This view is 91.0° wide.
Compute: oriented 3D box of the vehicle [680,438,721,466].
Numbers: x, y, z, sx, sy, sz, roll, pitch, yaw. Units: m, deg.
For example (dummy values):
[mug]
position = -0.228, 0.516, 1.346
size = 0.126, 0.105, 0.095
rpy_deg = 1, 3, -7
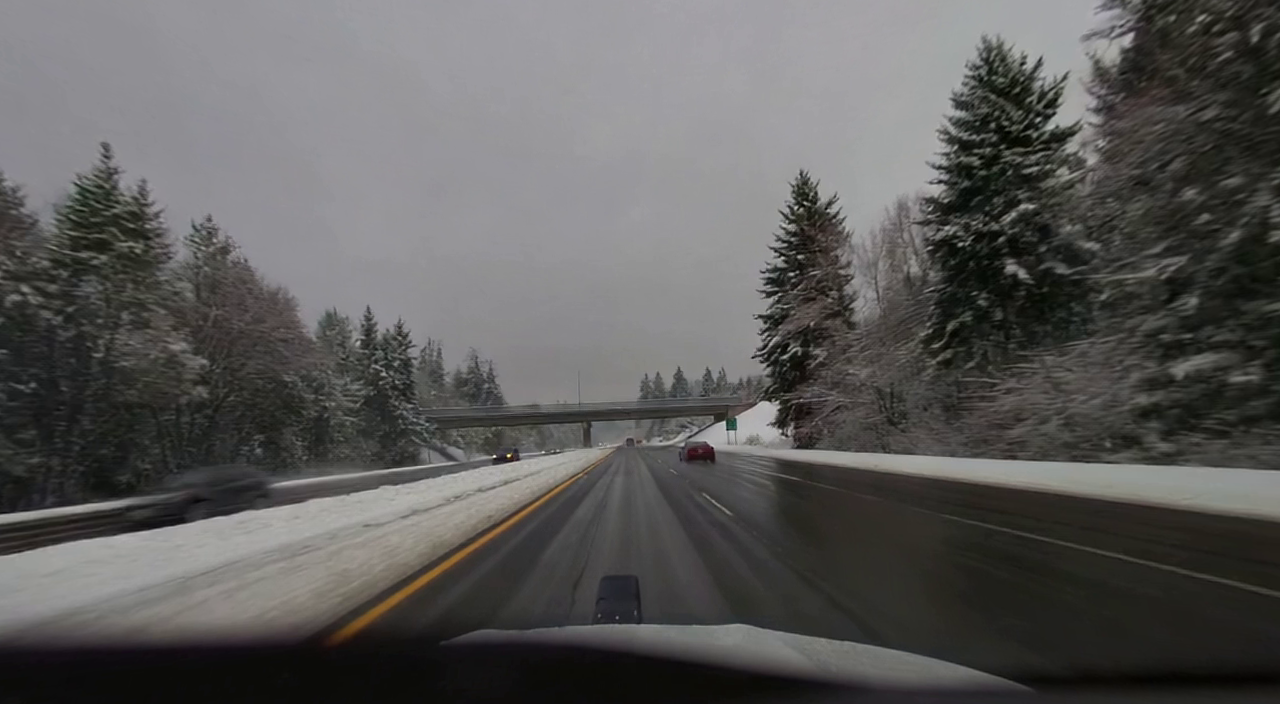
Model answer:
[vehicle]
position = 3.278, 5.510, 34.820
size = 1.781, 1.470, 3.540
rpy_deg = 0, -8, -2
